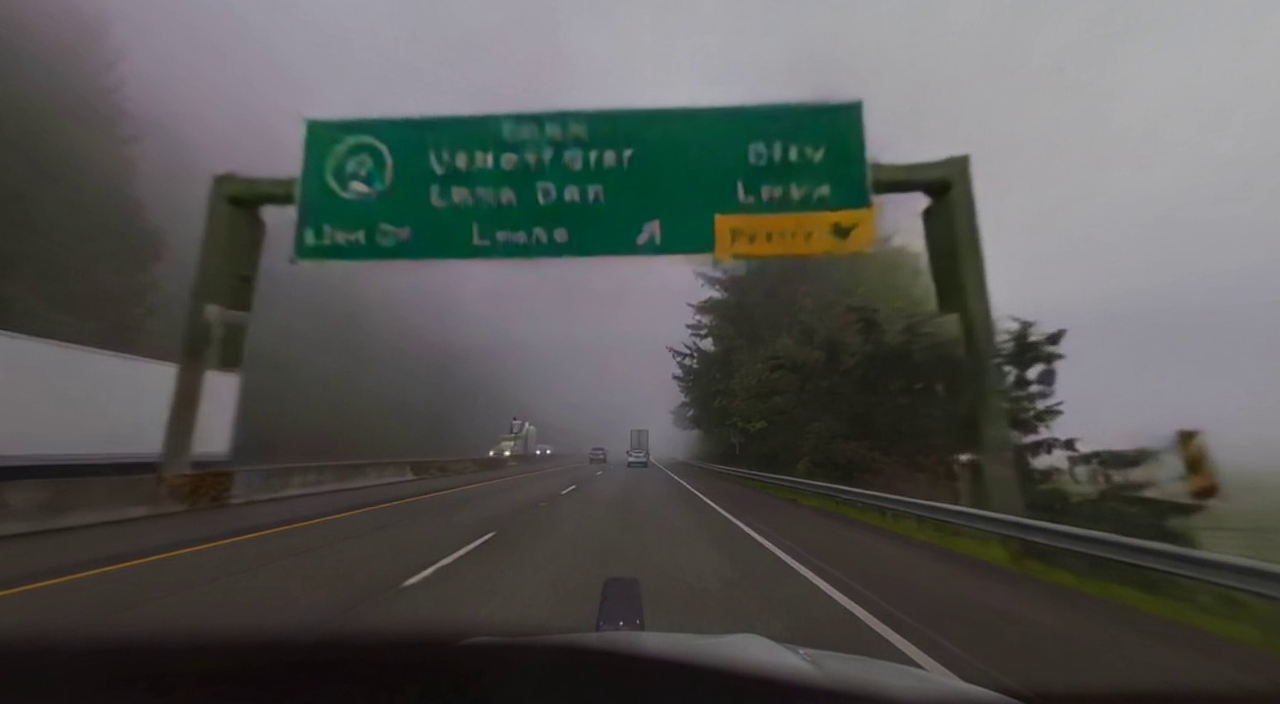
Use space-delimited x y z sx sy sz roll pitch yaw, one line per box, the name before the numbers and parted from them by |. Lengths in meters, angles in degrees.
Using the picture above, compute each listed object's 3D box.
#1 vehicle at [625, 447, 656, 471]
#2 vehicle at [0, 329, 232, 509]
vehicle | 0.023 6.641 39.339 1.853 1.436 3.438 0 -9 0
vehicle | -15.994 1.668 15.243 2.856 4.029 14.034 0 -9 0
